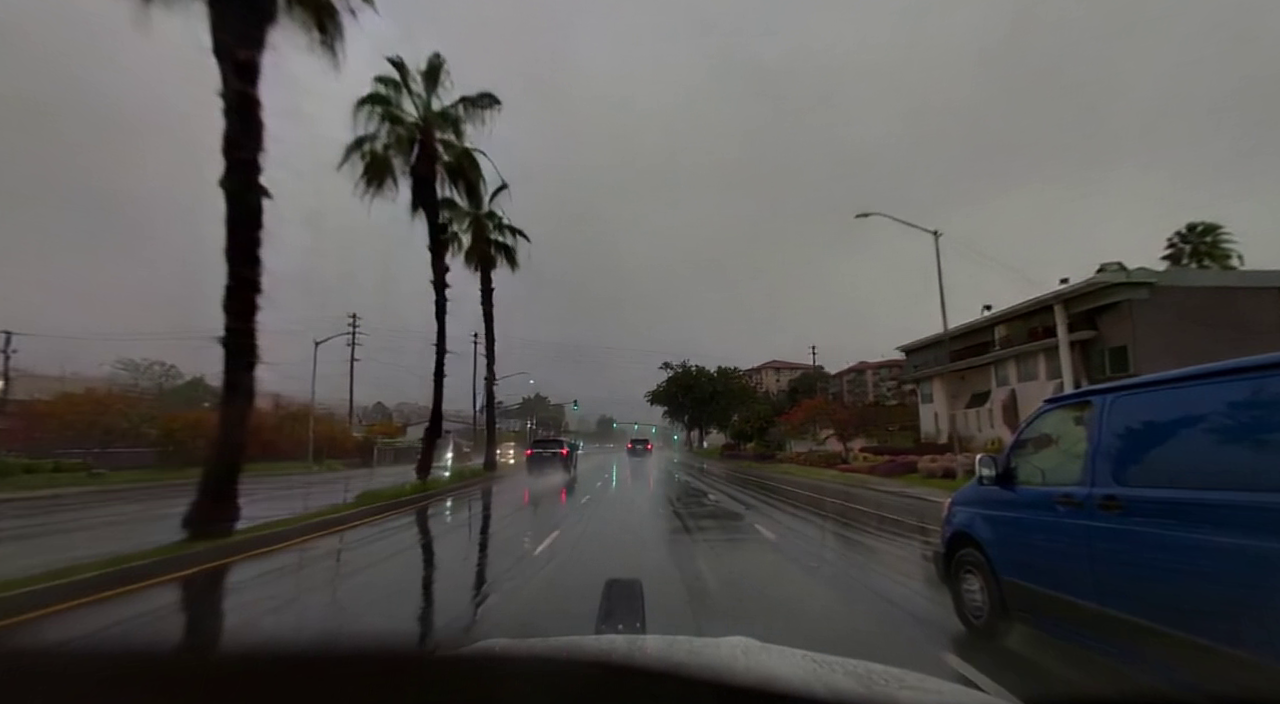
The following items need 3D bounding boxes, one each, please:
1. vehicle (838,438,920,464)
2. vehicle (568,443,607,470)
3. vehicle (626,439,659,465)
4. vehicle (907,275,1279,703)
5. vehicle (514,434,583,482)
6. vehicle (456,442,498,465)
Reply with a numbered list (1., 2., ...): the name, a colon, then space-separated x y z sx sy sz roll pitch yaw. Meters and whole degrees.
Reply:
1. vehicle: 15.186 6.317 40.417 1.945 1.490 4.748 4 -10 -26
2. vehicle: -2.932 5.899 35.857 1.869 1.454 4.142 0 -9 0
3. vehicle: 0.124 7.110 44.868 2.191 1.761 3.857 0 -9 -1
4. vehicle: 3.463 0.801 3.065 2.234 1.912 4.847 0 -9 1
5. vehicle: -3.430 4.060 24.450 1.967 1.703 4.157 0 -9 1
6. vehicle: -12.266 7.682 47.774 1.989 1.631 4.500 0 -9 0
